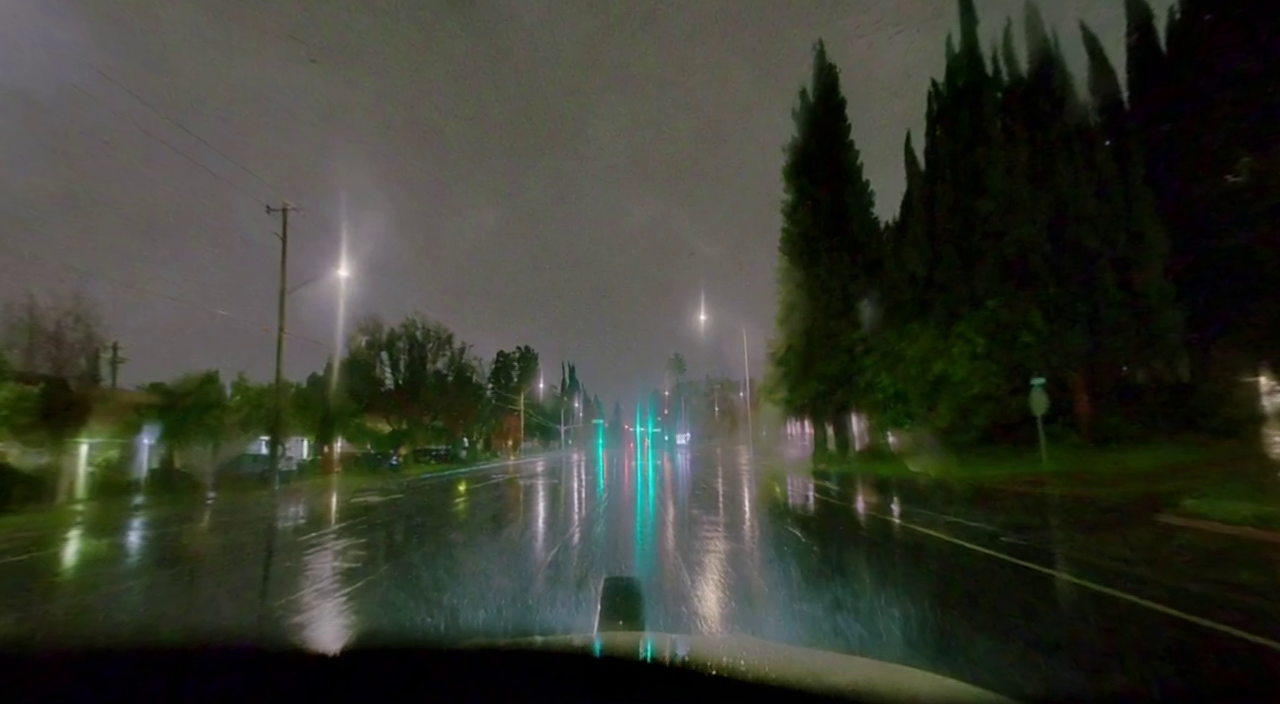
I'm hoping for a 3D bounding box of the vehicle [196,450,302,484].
[{"bbox_3d":[-21.461,6.305,34.781,4.530,1.759,1.943,0,-8,1],"label":"vehicle"}]
